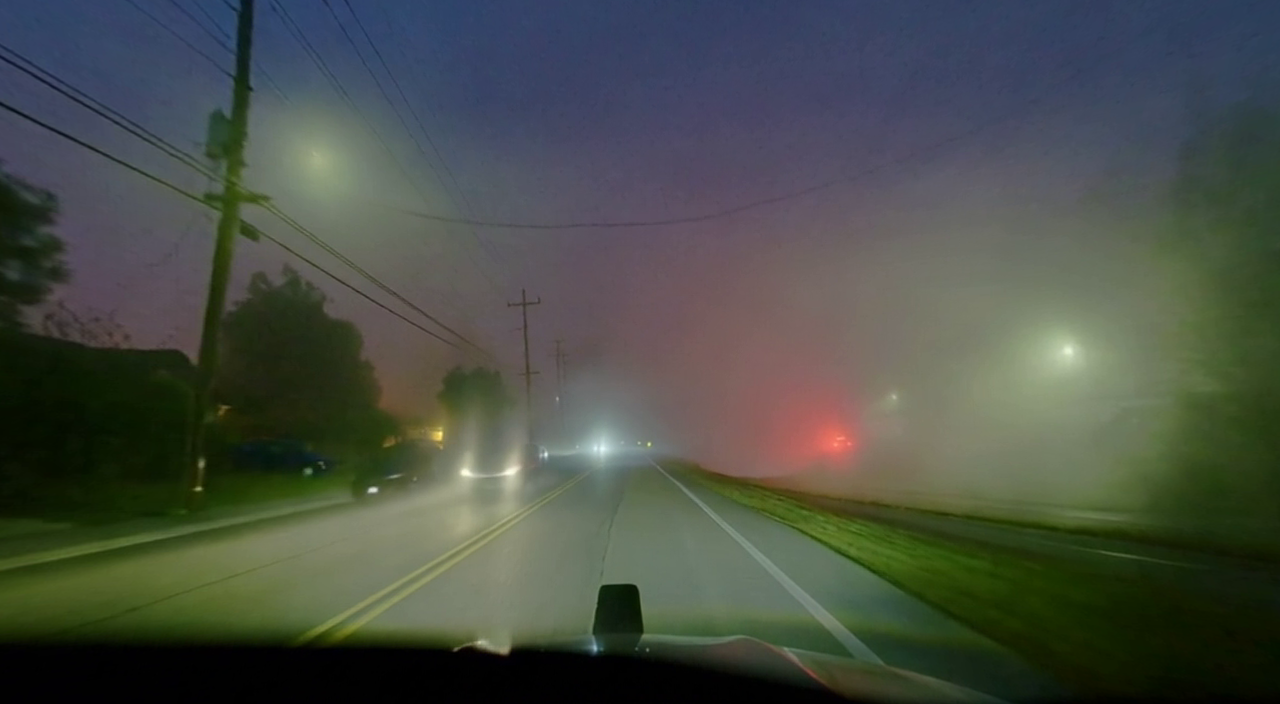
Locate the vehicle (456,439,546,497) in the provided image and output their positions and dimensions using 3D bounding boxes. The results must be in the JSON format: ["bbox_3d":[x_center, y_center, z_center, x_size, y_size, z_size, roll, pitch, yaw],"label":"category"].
[{"bbox_3d":[-3.966,3.350,18.681,1.796,1.516,3.871,0,-8,0],"label":"vehicle"}]

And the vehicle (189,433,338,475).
[{"bbox_3d":[-15.256,4.182,25.859,4.682,1.549,2.032,3,-9,-8],"label":"vehicle"}]

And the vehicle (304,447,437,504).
[{"bbox_3d":[-7.809,3.588,18.849,2.003,1.460,4.360,0,-8,1],"label":"vehicle"}]
